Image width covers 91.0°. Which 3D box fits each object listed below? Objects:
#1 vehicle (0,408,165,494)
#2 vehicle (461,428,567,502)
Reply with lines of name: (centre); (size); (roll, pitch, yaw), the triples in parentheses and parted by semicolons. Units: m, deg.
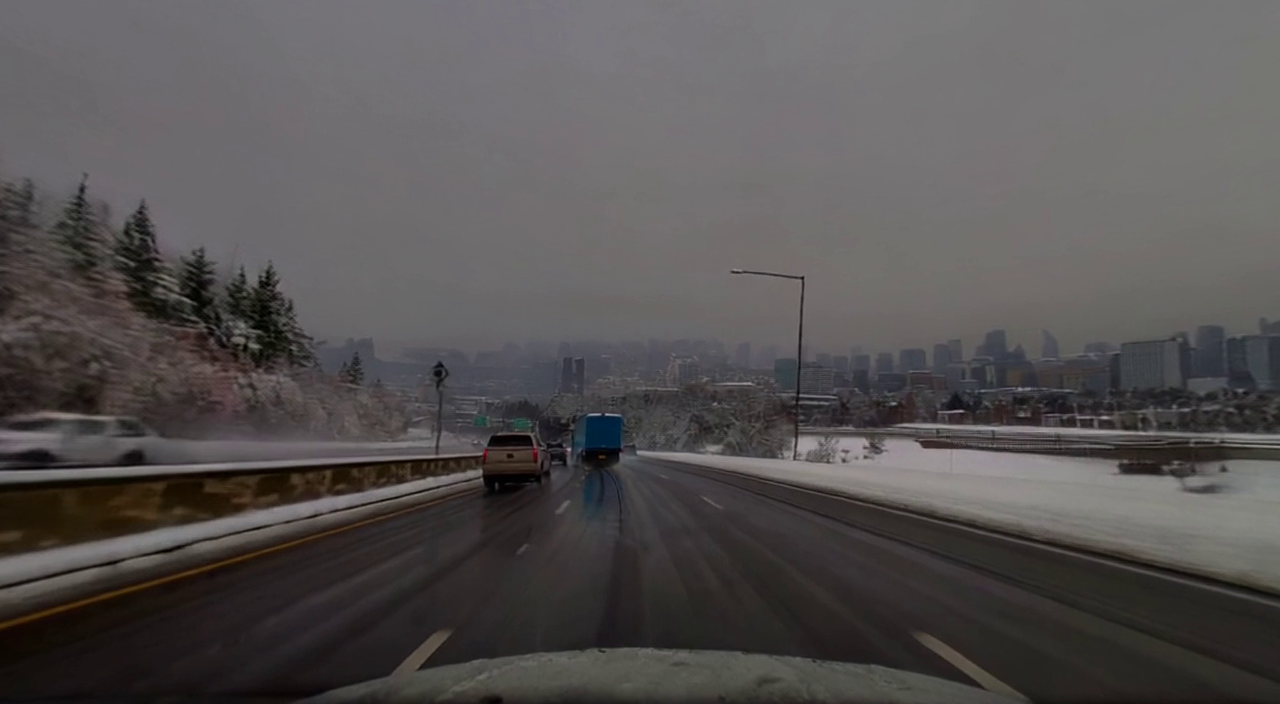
vehicle: (-13.251, 2.145, 13.736); (2.187, 1.625, 4.614); (0, -9, -1)
vehicle: (-3.269, 3.031, 17.297); (2.041, 1.734, 4.391); (1, -9, -1)
